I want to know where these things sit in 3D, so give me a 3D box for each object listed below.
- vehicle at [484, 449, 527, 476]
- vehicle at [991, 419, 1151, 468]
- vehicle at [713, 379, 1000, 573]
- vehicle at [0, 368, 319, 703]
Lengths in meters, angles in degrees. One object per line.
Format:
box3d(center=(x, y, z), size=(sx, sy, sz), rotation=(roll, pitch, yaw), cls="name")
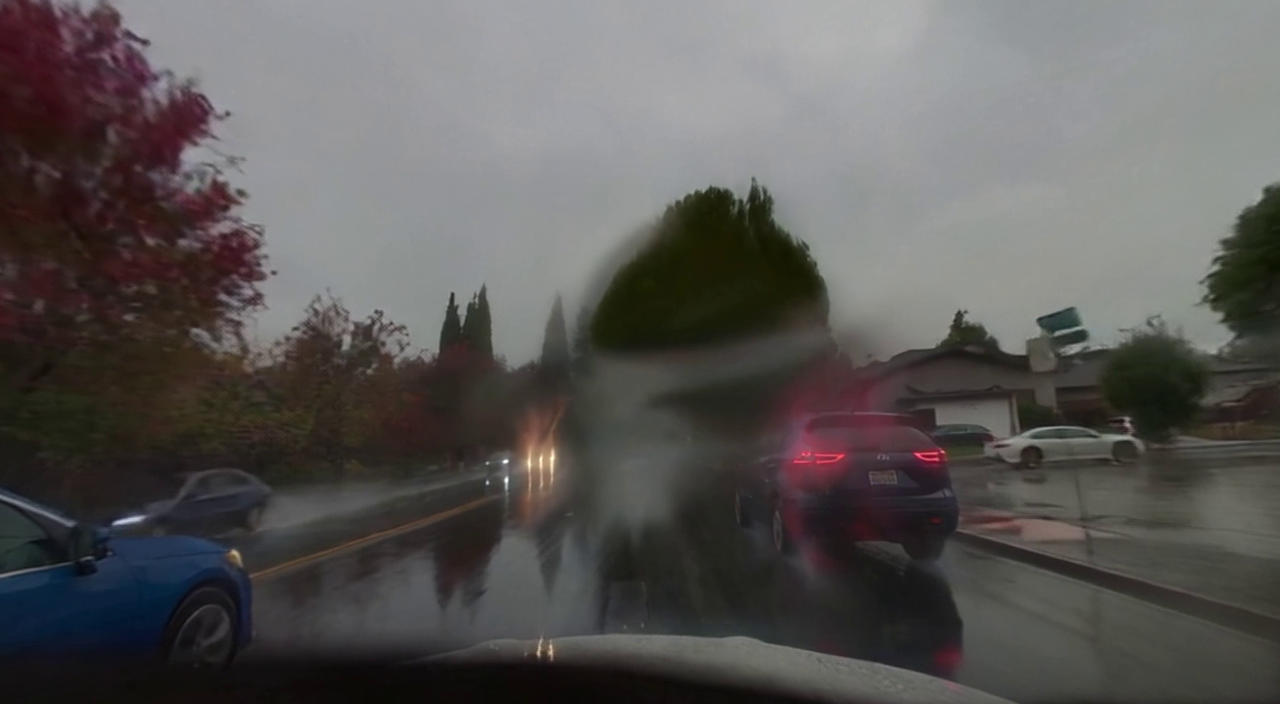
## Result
box3d(center=(-9.381, 7.731, 44.195), size=(2.058, 1.718, 4.232), rotation=(-1, -8, 0), cls="vehicle")
box3d(center=(15.929, 3.400, 23.489), size=(4.392, 1.701, 1.991), rotation=(-1, -8, 2), cls="vehicle")
box3d(center=(2.665, 1.741, 9.673), size=(2.338, 2.063, 5.592), rotation=(0, -8, -1), cls="vehicle")
box3d(center=(-3.251, 0.875, 2.006), size=(2.058, 1.659, 4.514), rotation=(-1, -8, 0), cls="vehicle")
